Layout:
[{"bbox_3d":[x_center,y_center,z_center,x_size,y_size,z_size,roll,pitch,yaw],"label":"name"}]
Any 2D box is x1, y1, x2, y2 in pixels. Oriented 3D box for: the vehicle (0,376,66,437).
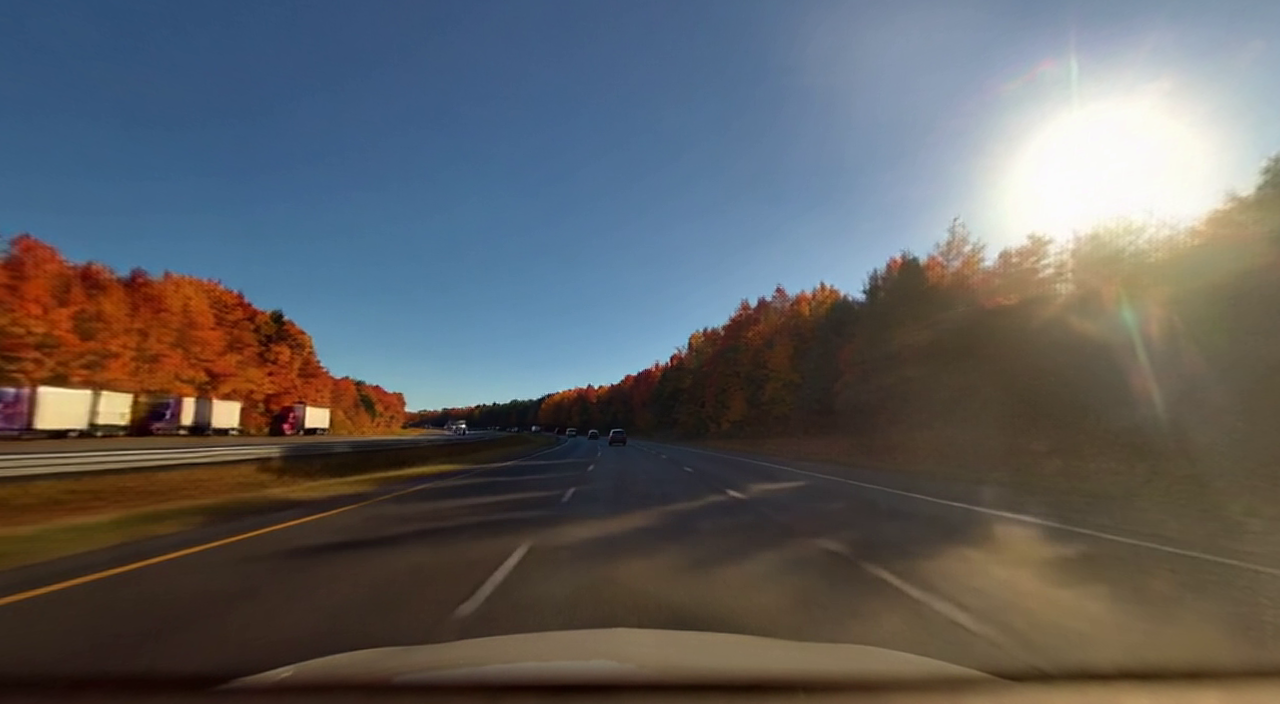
[{"bbox_3d":[-45.695,4.204,46.394,9.567,3.736,3.211,-8,-14,40],"label":"vehicle"}]
